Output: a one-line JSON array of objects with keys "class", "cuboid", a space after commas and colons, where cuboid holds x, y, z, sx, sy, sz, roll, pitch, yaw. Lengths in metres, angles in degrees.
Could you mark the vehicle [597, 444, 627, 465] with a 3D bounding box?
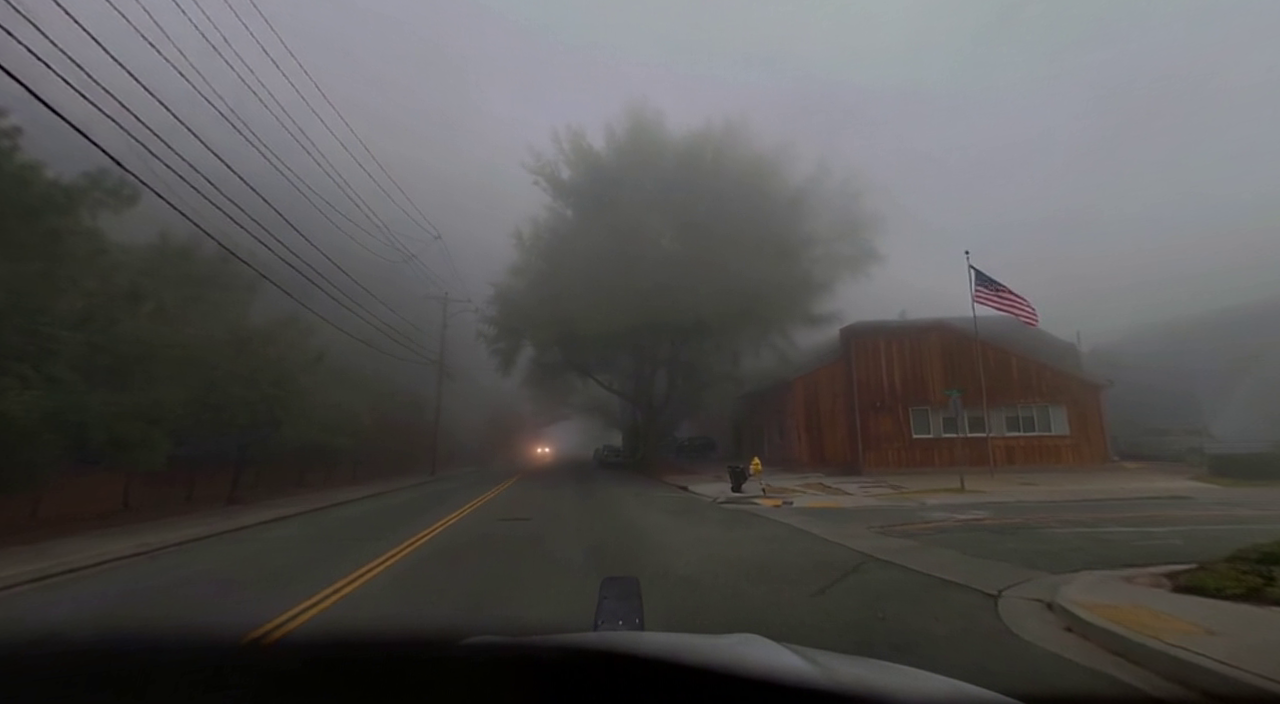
[{"class": "vehicle", "cuboid": [-2.158, 7.622, 47.111, 1.941, 1.460, 4.206, 1, -9, -7]}]
